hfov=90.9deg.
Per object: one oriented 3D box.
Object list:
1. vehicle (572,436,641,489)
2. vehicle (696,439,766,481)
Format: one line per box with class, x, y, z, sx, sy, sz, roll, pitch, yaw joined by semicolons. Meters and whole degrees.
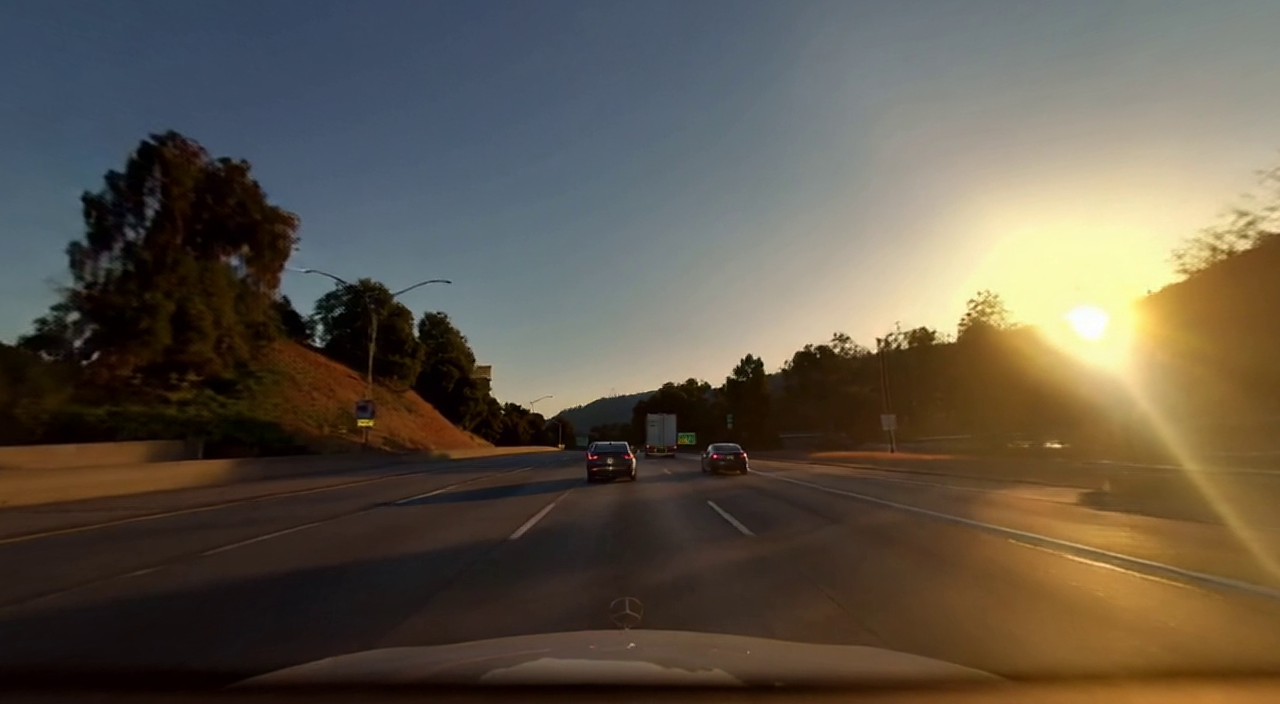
vehicle;-0.977;3.556;20.561;2.020;1.516;3.951;-1;-9;0
vehicle;3.428;4.155;24.591;1.971;1.472;4.301;0;-9;-2
